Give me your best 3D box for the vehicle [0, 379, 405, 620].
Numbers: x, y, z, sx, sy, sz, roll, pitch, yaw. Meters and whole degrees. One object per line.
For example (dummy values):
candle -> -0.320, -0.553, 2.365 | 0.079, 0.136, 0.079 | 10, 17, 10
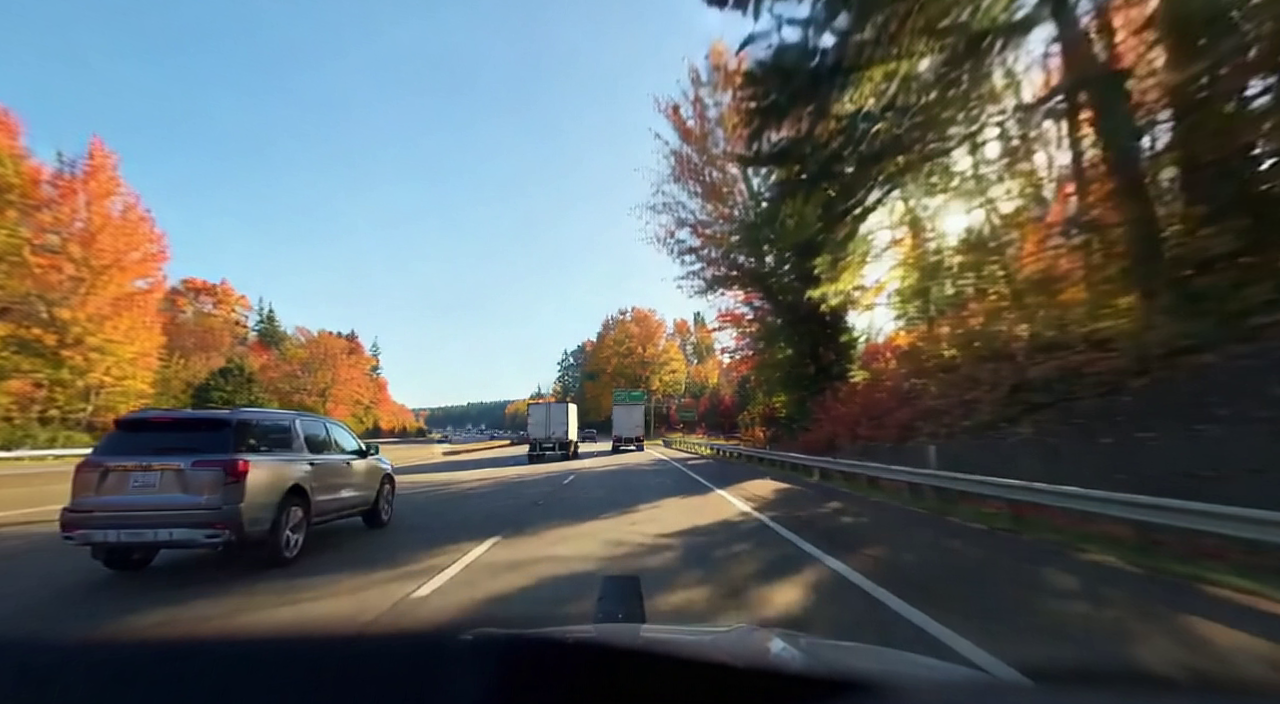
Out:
vehicle -> -4.416, 1.323, 6.693 | 2.089, 1.669, 4.515 | 0, -8, -1

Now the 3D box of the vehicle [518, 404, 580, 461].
vehicle -> -4.651, 4.261, 33.137 | 2.383, 2.726, 5.677 | 0, -8, 0
